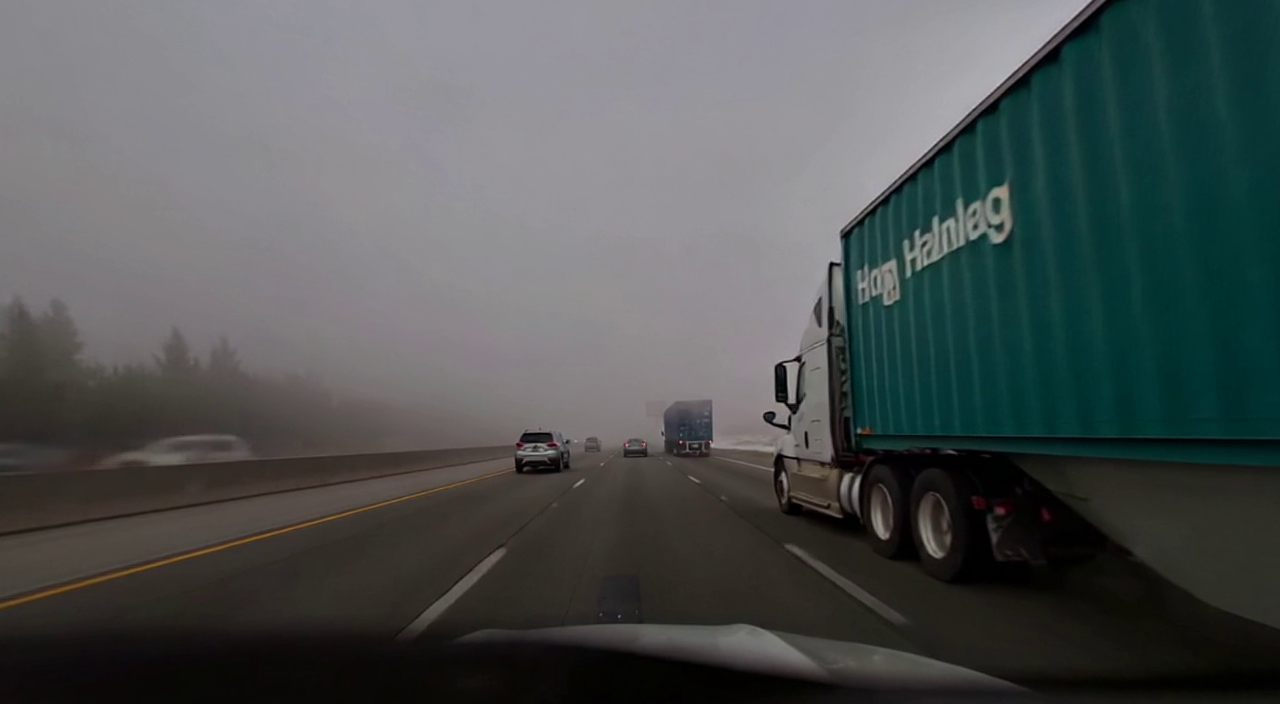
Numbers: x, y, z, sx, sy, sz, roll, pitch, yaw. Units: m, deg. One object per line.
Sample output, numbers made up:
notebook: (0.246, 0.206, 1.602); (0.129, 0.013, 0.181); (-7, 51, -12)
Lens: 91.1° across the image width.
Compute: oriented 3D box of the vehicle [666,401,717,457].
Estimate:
vehicle: (3.745, 5.850, 47.402); (2.883, 3.836, 7.894); (0, -8, -2)

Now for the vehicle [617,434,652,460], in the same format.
vehicle: (-0.386, 6.051, 40.125); (2.088, 1.567, 4.240); (0, -8, -1)

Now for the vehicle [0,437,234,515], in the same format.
vehicle: (-11.676, 2.709, 14.416); (1.898, 1.512, 4.238); (0, -8, -1)

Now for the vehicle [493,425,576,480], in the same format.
vehicle: (-3.479, 3.403, 21.597); (2.054, 1.671, 4.445); (0, -8, 0)
